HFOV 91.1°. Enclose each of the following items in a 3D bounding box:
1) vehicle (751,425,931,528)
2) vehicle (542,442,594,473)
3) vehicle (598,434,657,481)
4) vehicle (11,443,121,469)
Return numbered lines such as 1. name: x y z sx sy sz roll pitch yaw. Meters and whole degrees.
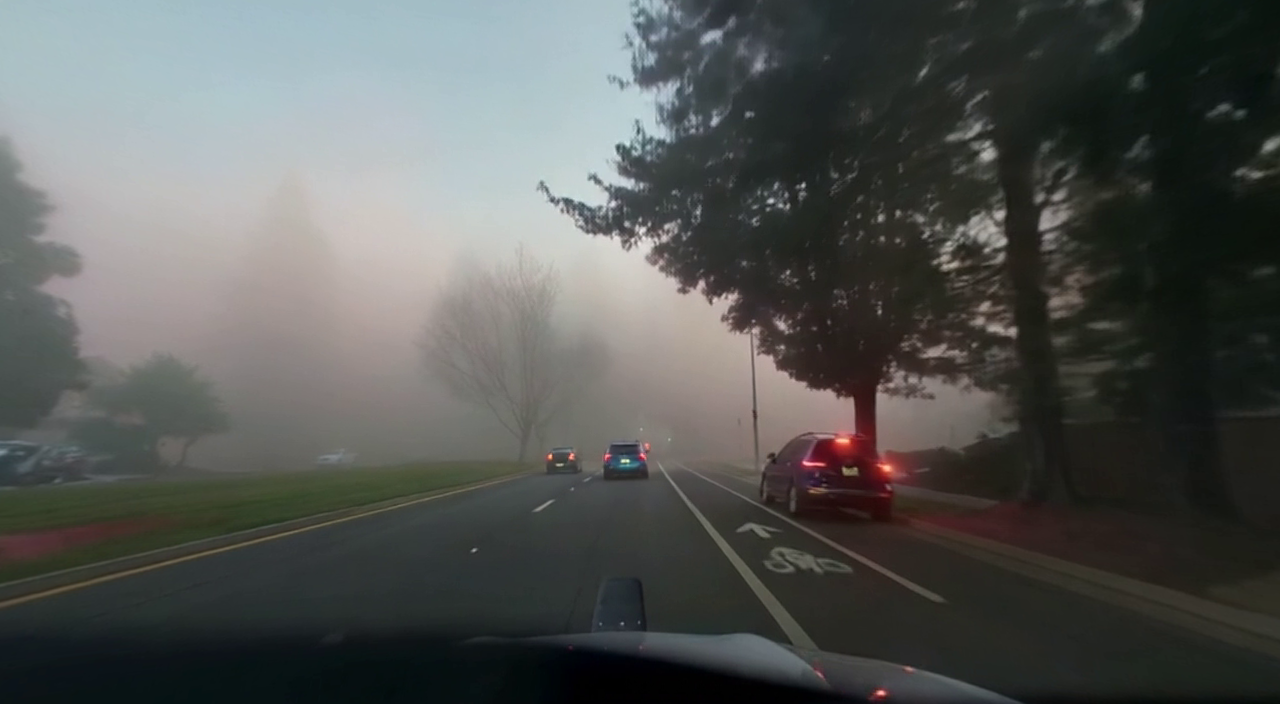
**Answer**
1. vehicle: 3.896 2.501 13.227 2.332 1.769 4.518 0 -8 1
2. vehicle: -3.562 5.286 31.670 2.032 1.433 4.458 0 -8 1
3. vehicle: -0.497 4.250 25.629 2.220 1.742 4.047 0 -8 0
4. vehicle: -32.316 5.853 35.422 4.497 1.418 1.783 0 -9 2
